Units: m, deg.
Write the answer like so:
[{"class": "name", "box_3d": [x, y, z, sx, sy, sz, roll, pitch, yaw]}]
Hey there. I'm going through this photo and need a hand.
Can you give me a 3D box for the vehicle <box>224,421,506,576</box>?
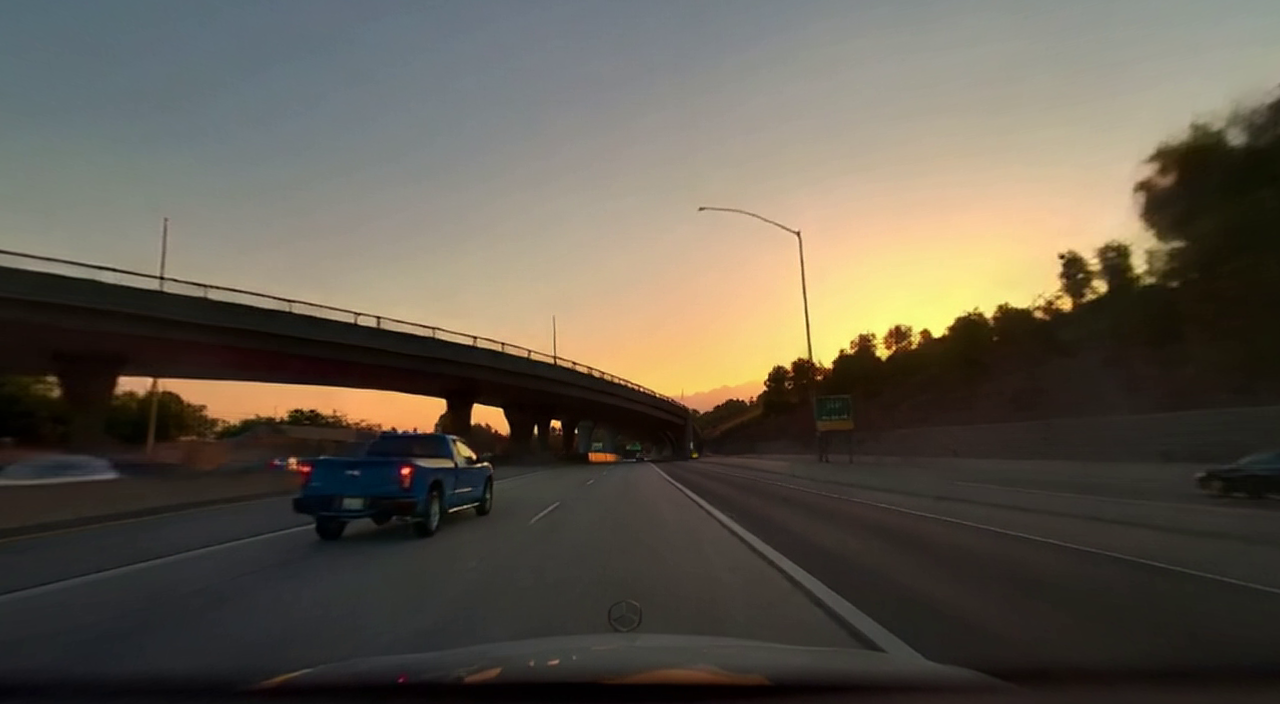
[{"class": "vehicle", "box_3d": [-3.561, 1.990, 9.329, 2.152, 1.717, 4.423, 0, -9, 0]}]
